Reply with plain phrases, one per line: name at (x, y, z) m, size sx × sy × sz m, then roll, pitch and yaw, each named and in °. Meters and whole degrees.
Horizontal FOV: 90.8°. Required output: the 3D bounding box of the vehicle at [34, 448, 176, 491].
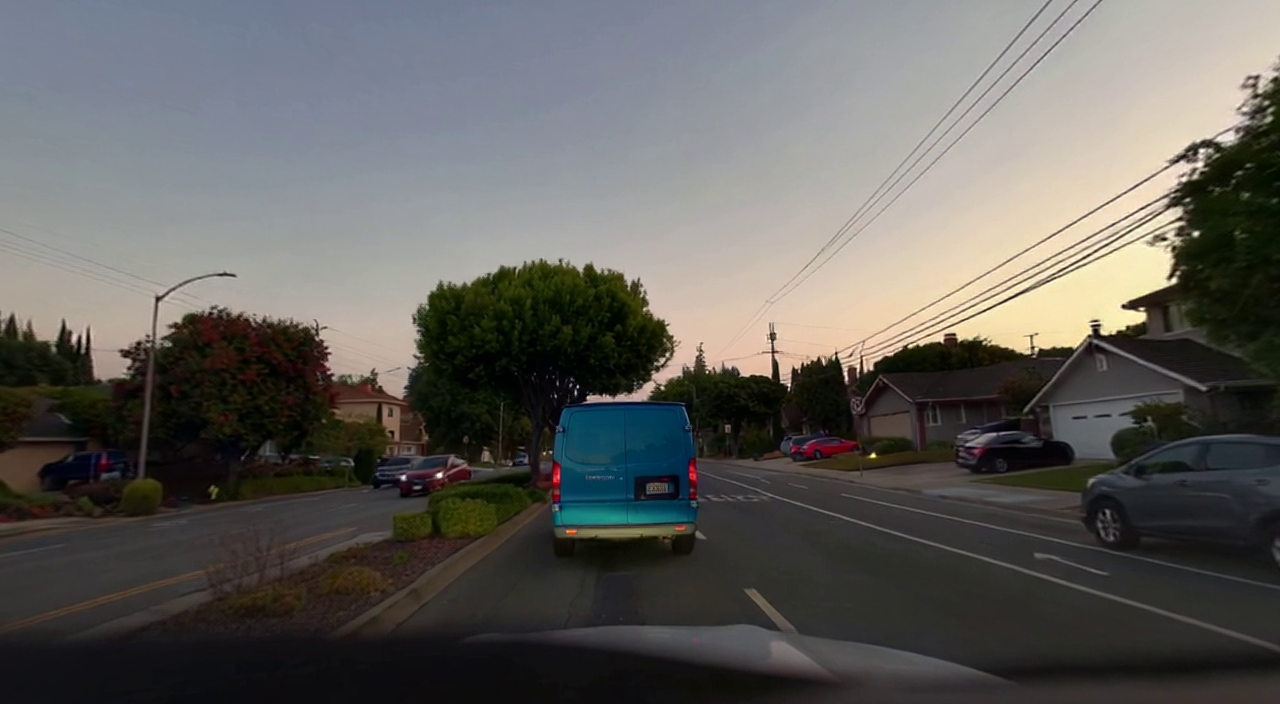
vehicle at (-26.917, 5.903, 31.932) m, size 5.026 × 2.017 × 2.215 m, roll 0°, pitch -9°, yaw -1°

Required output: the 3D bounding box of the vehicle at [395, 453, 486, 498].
vehicle at (-7.425, 4.628, 24.017) m, size 1.962 × 1.481 × 4.434 m, roll 0°, pitch -9°, yaw 1°

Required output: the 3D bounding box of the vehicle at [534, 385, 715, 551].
vehicle at (-0.341, 1.861, 10.709) m, size 2.342 × 2.142 × 4.809 m, roll 0°, pitch -9°, yaw -4°

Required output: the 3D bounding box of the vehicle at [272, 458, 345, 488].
vehicle at (-18.458, 6.737, 35.382) m, size 1.816 × 1.445 × 4.120 m, roll 0°, pitch -9°, yaw 0°

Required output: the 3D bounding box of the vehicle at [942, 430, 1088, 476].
vehicle at (13.128, 3.563, 22.294) m, size 3.916 × 1.517 × 1.887 m, roll 0°, pitch -9°, yaw -1°

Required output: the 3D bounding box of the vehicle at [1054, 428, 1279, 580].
vehicle at (7.337, 1.693, 7.465) m, size 1.883 × 1.504 × 4.220 m, roll 0°, pitch -9°, yaw -2°

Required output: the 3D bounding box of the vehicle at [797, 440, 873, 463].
vehicle at (13.095, 6.676, 42.548) m, size 4.483 × 1.463 × 1.805 m, roll 0°, pitch -9°, yaw -1°

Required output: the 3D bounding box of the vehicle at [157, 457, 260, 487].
vehicle at (-27.429, 7.621, 40.316) m, size 4.972 × 1.776 × 2.057 m, roll 0°, pitch -9°, yaw -1°

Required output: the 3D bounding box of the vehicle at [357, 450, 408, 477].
vehicle at (-18.013, 7.792, 44.458) m, size 1.841 × 1.769 × 4.105 m, roll 0°, pitch -9°, yaw 0°
